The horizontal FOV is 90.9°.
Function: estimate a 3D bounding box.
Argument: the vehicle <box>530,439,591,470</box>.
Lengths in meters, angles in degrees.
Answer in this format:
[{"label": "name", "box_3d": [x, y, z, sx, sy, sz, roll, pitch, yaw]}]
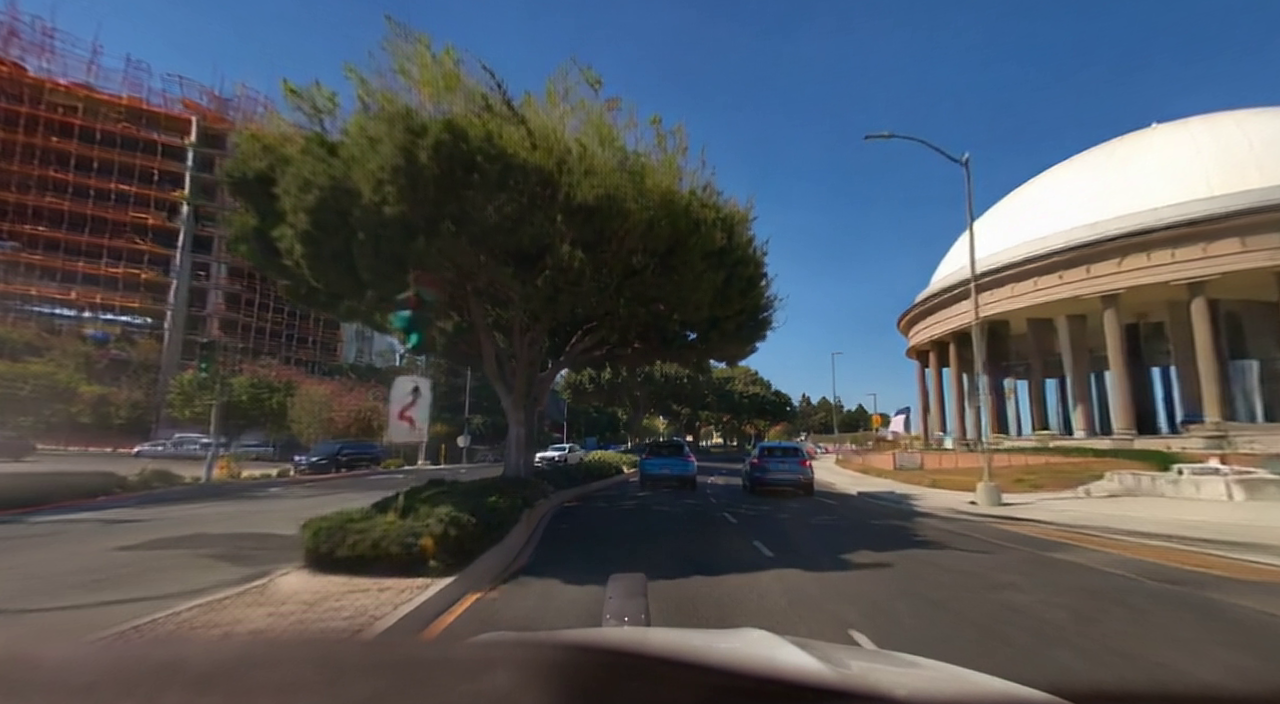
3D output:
[{"label": "vehicle", "box_3d": [-4.803, 6.327, 38.989, 2.254, 1.789, 4.736, -2, -9, 13]}]

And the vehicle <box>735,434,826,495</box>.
[{"label": "vehicle", "box_3d": [4.535, 3.708, 21.231, 2.320, 1.772, 4.872, 0, -9, 5]}]

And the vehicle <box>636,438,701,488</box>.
[{"label": "vehicle", "box_3d": [1.099, 3.934, 22.669, 2.132, 1.632, 3.889, -1, -9, 5]}]

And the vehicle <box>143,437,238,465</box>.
[{"label": "vehicle", "box_3d": [-29.896, 6.611, 42.085, 1.951, 1.743, 4.619, -5, -10, 29]}]

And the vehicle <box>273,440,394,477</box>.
[{"label": "vehicle", "box_3d": [-13.292, 4.633, 27.601, 4.351, 1.490, 2.012, 2, -9, -13]}]
